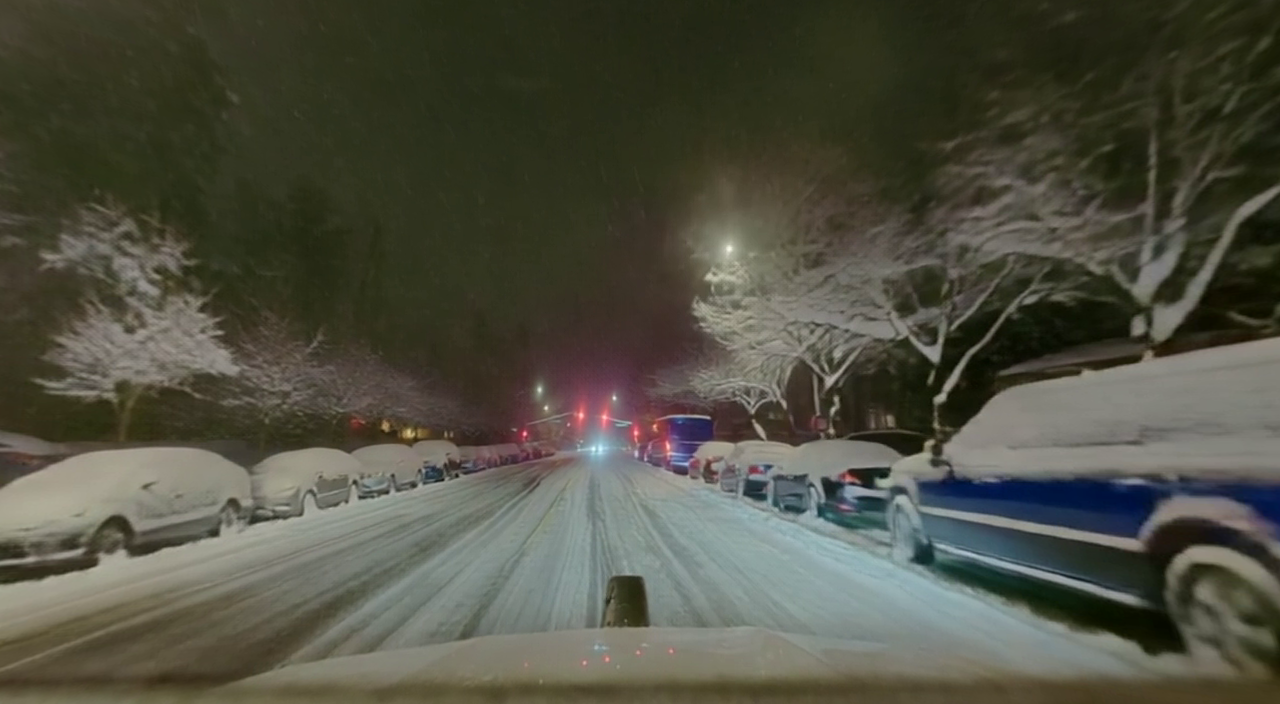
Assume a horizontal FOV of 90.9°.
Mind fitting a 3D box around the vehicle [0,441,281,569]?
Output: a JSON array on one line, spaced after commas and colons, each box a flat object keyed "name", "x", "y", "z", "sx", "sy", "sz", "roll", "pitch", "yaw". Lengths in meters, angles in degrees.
[{"name": "vehicle", "x": -7.580, "y": 2.138, "z": 9.719, "sx": 1.950, "sy": 1.489, "sz": 4.214, "roll": 0, "pitch": -8, "yaw": -6}]

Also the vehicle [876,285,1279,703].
[{"name": "vehicle", "x": 4.109, "y": 0.914, "z": 4.336, "sx": 2.309, "sy": 2.035, "sz": 6.647, "roll": 0, "pitch": -8, "yaw": -1}]

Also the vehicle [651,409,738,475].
[{"name": "vehicle", "x": 2.465, "y": 4.428, "z": 31.142, "sx": 3.089, "sy": 2.882, "sz": 6.770, "roll": 1, "pitch": -8, "yaw": -5}]

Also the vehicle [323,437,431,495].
[{"name": "vehicle", "x": -8.277, "y": 3.568, "z": 20.294, "sx": 1.874, "sy": 1.607, "sz": 4.174, "roll": 0, "pitch": -8, "yaw": -4}]

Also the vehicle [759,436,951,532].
[{"name": "vehicle", "x": 3.729, "y": 2.334, "z": 11.918, "sx": 1.804, "sy": 1.453, "sz": 4.462, "roll": 1, "pitch": -8, "yaw": -4}]

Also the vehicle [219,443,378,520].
[{"name": "vehicle", "x": -7.814, "y": 2.935, "z": 14.912, "sx": 1.775, "sy": 1.433, "sz": 4.011, "roll": -1, "pitch": -7, "yaw": -4}]
